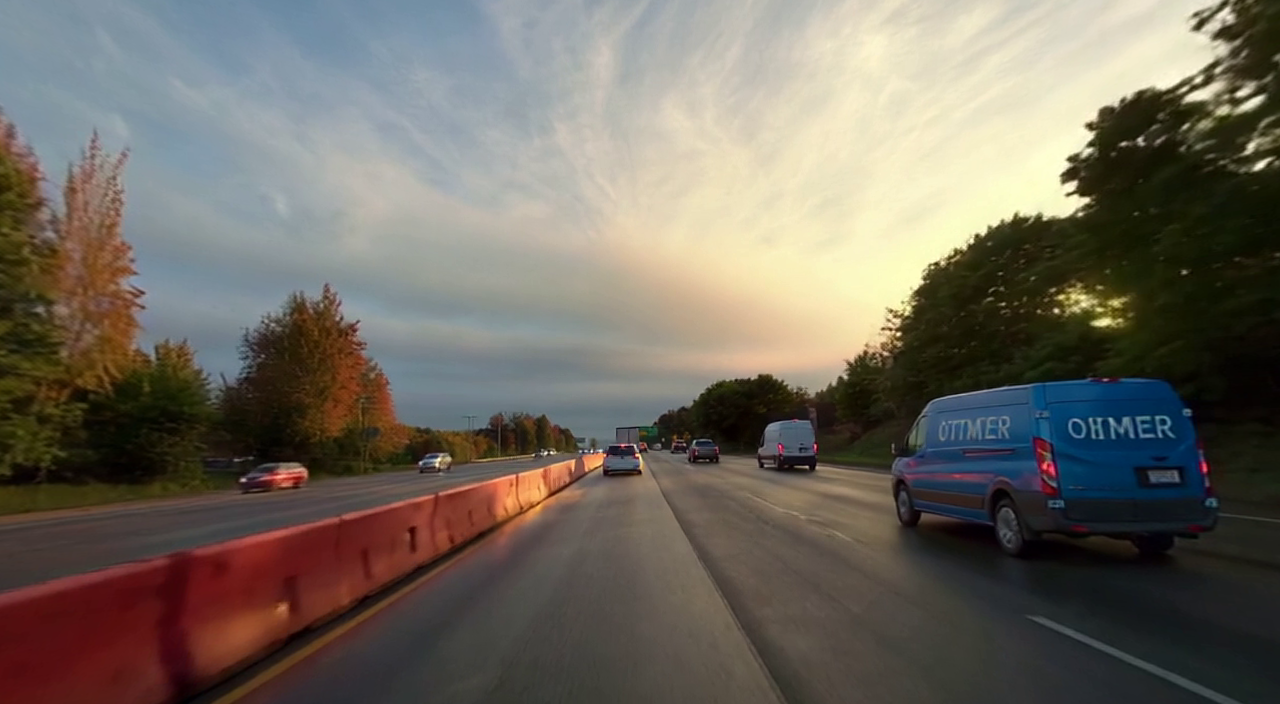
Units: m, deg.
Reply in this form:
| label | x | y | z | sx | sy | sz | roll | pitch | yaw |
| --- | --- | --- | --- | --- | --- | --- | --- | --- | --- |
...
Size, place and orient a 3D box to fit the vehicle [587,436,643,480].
| label | x | y | z | sx | sy | sz | roll | pitch | yaw |
| --- | --- | --- | --- | --- | --- | --- | --- | --- | --- |
| vehicle | -0.985 | 4.260 | 25.566 | 2.100 | 1.636 | 3.620 | 0 | -8 | -2 |

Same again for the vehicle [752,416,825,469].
| label | x | y | z | sx | sy | sz | roll | pitch | yaw |
| --- | --- | --- | --- | --- | --- | --- | --- | --- | --- |
| vehicle | 8.017 | 4.965 | 34.575 | 2.385 | 2.635 | 5.633 | 0 | -8 | -2 |

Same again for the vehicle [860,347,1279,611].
| label | x | y | z | sx | sy | sz | roll | pitch | yaw |
| --- | --- | --- | --- | --- | --- | --- | --- | --- | --- |
| vehicle | 4.744 | 1.323 | 7.455 | 2.223 | 2.008 | 5.121 | 0 | -8 | -2 |

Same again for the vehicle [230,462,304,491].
| label | x | y | z | sx | sy | sz | roll | pitch | yaw |
| --- | --- | --- | --- | --- | --- | --- | --- | --- | --- |
| vehicle | -21.794 | 7.260 | 36.957 | 1.800 | 1.494 | 4.231 | 0 | -8 | -1 |

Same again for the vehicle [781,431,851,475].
| label | x | y | z | sx | sy | sz | roll | pitch | yaw |
| --- | --- | --- | --- | --- | --- | --- | --- | --- | --- |
| vehicle | 8.187 | 4.727 | 29.621 | 2.255 | 1.960 | 3.229 | 0 | -8 | -1 |
